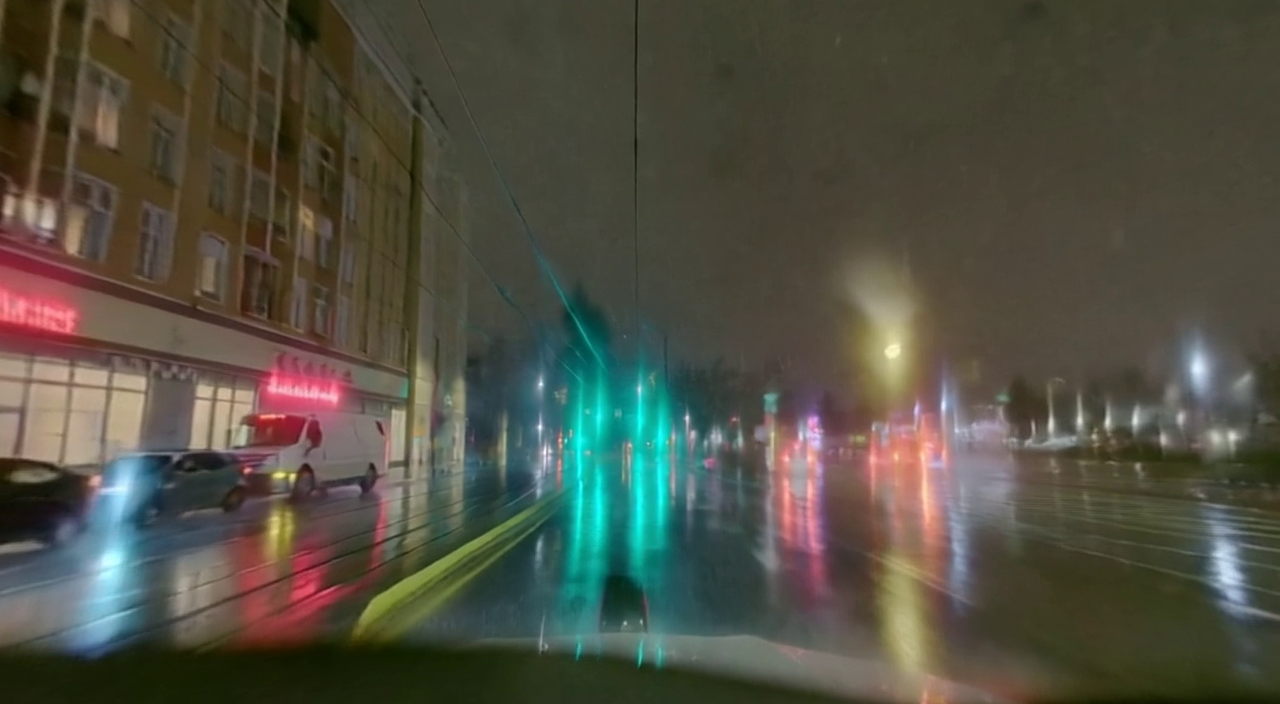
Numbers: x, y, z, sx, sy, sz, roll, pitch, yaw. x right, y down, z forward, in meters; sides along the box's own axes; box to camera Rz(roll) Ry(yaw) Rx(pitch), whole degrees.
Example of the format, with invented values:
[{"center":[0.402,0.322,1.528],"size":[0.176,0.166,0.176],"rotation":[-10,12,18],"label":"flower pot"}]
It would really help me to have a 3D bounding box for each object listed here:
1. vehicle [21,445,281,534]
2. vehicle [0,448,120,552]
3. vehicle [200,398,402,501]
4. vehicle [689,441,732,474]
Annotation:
[{"center":[-10.219,2.840,13.821],"size":[1.789,1.484,4.916],"rotation":[-2,-8,0],"label":"vehicle"},{"center":[-10.098,2.132,8.983],"size":[1.897,1.464,4.209],"rotation":[0,-8,-3],"label":"vehicle"},{"center":[-10.677,3.186,21.038],"size":[2.378,2.765,7.920],"rotation":[0,-8,-1],"label":"vehicle"},{"center":[3.529,5.312,32.034],"size":[1.819,1.546,3.681],"rotation":[-1,-8,1],"label":"vehicle"}]
